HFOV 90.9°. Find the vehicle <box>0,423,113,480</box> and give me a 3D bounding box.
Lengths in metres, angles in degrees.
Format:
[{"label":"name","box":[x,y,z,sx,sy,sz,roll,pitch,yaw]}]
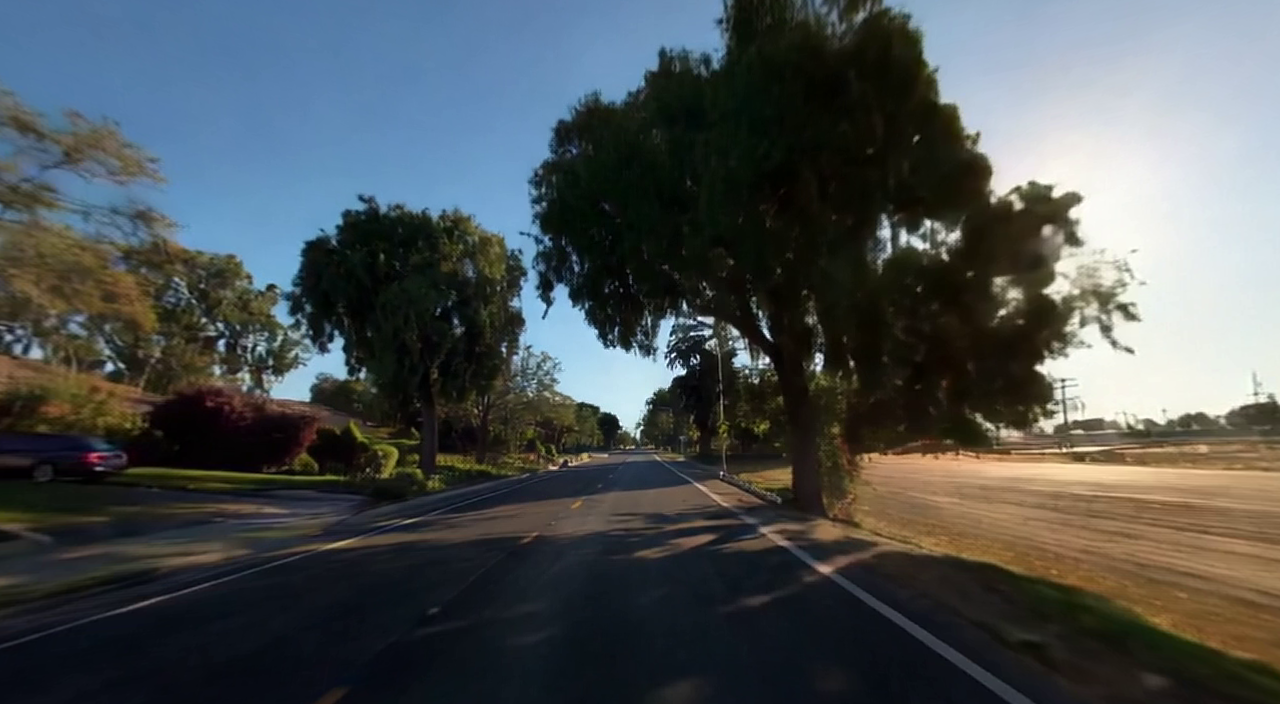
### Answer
[{"label":"vehicle","box":[-19.449,2.951,18.911,5.008,1.619,2.102,3,-9,-15]}]
